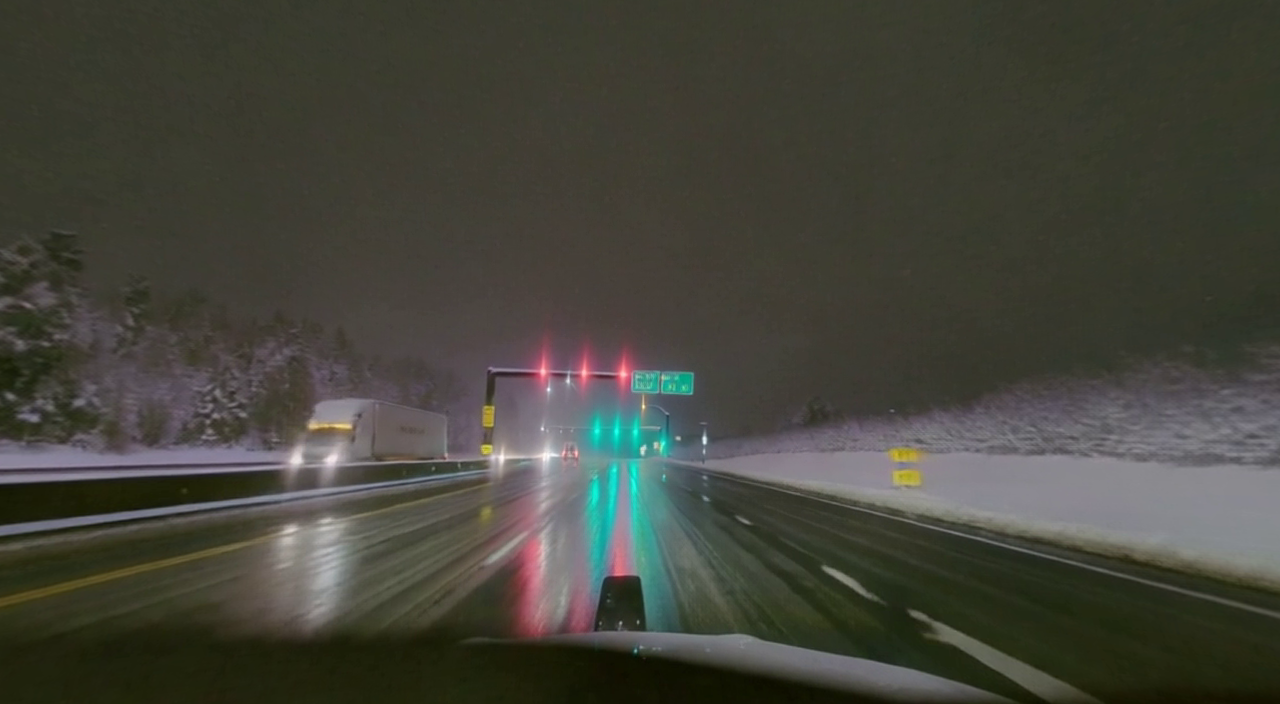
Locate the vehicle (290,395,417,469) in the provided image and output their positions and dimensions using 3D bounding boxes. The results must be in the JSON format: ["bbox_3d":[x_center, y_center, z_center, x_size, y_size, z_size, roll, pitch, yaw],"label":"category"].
[{"bbox_3d":[-16.520,4.903,37.584,3.030,3.757,10.391,0,-9,-2],"label":"vehicle"}]
